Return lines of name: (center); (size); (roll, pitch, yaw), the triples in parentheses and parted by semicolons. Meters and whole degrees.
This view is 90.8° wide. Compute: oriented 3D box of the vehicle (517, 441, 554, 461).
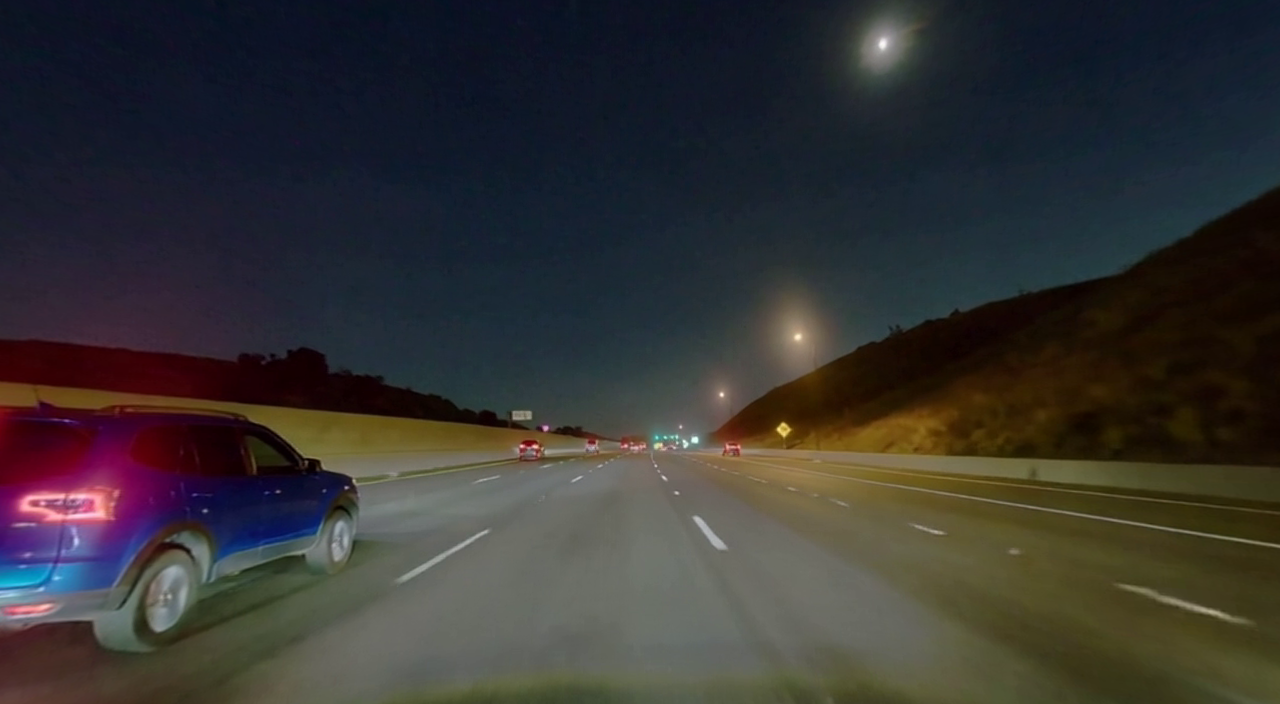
vehicle: (-8.029, 7.693, 48.989); (2.054, 1.474, 4.450); (0, -9, 1)

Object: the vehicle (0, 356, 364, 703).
vehicle: (-3.855, 1.072, 4.042); (2.047, 1.715, 4.689); (0, -9, 0)
